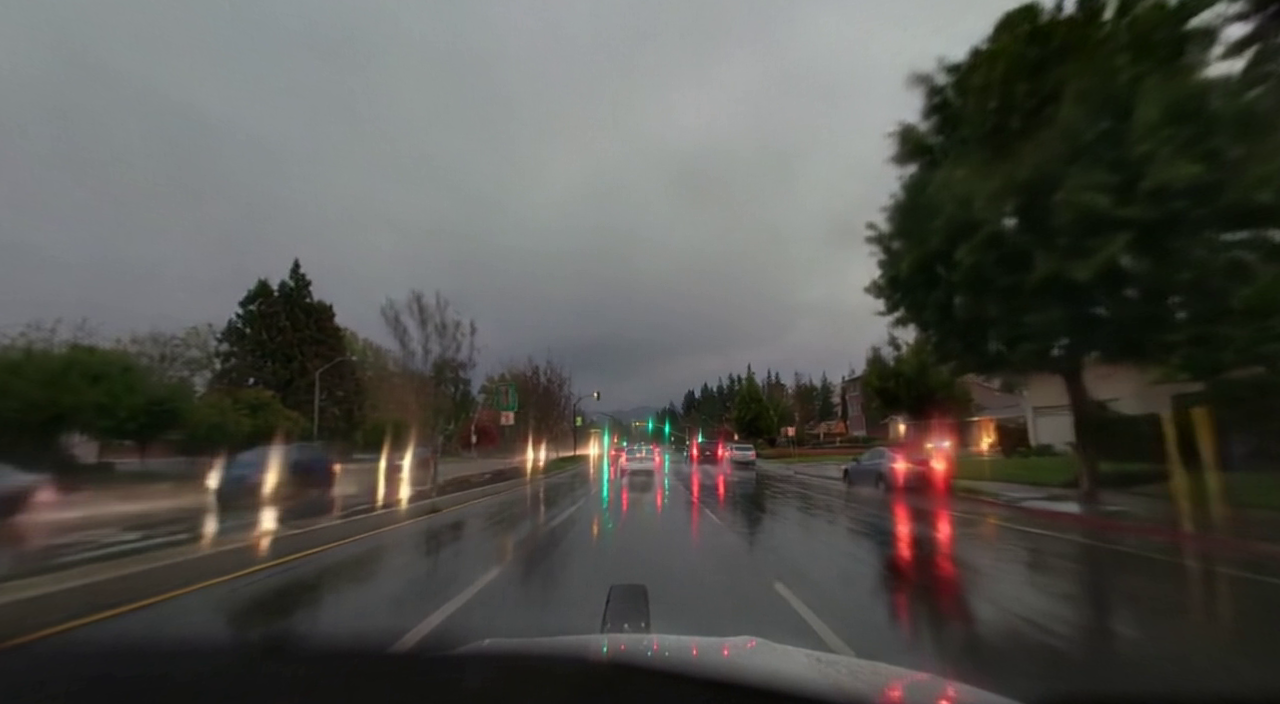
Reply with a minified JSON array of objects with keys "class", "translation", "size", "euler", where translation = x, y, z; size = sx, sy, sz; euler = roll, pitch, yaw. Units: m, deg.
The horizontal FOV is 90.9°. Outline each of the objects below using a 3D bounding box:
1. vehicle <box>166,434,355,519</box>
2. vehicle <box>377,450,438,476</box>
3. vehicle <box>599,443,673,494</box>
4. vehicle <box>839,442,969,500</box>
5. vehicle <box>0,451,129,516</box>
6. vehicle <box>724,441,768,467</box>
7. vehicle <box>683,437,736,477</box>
[{"class":"vehicle","translation":[-9.147,2.990,15.802],"size":[2.090,1.785,4.692],"euler":[0,-8,-5]},{"class":"vehicle","translation":[-14.258,6.799,38.951],"size":[1.901,1.468,4.689],"euler":[-1,-8,2]},{"class":"vehicle","translation":[-0.107,3.719,20.535],"size":[2.140,1.474,4.026],"euler":[0,-8,0]},{"class":"vehicle","translation":[7.612,3.445,18.749],"size":[1.980,1.497,4.345],"euler":[0,-8,0]},{"class":"vehicle","translation":[-18.157,3.850,18.945],"size":[1.866,1.699,4.347],"euler":[0,-8,0]},{"class":"vehicle","translation":[7.710,7.526,46.374],"size":[2.184,1.786,5.497],"euler":[1,-9,-1]},{"class":"vehicle","translation":[3.335,5.121,31.000],"size":[2.073,1.822,4.276],"euler":[0,-8,0]}]
